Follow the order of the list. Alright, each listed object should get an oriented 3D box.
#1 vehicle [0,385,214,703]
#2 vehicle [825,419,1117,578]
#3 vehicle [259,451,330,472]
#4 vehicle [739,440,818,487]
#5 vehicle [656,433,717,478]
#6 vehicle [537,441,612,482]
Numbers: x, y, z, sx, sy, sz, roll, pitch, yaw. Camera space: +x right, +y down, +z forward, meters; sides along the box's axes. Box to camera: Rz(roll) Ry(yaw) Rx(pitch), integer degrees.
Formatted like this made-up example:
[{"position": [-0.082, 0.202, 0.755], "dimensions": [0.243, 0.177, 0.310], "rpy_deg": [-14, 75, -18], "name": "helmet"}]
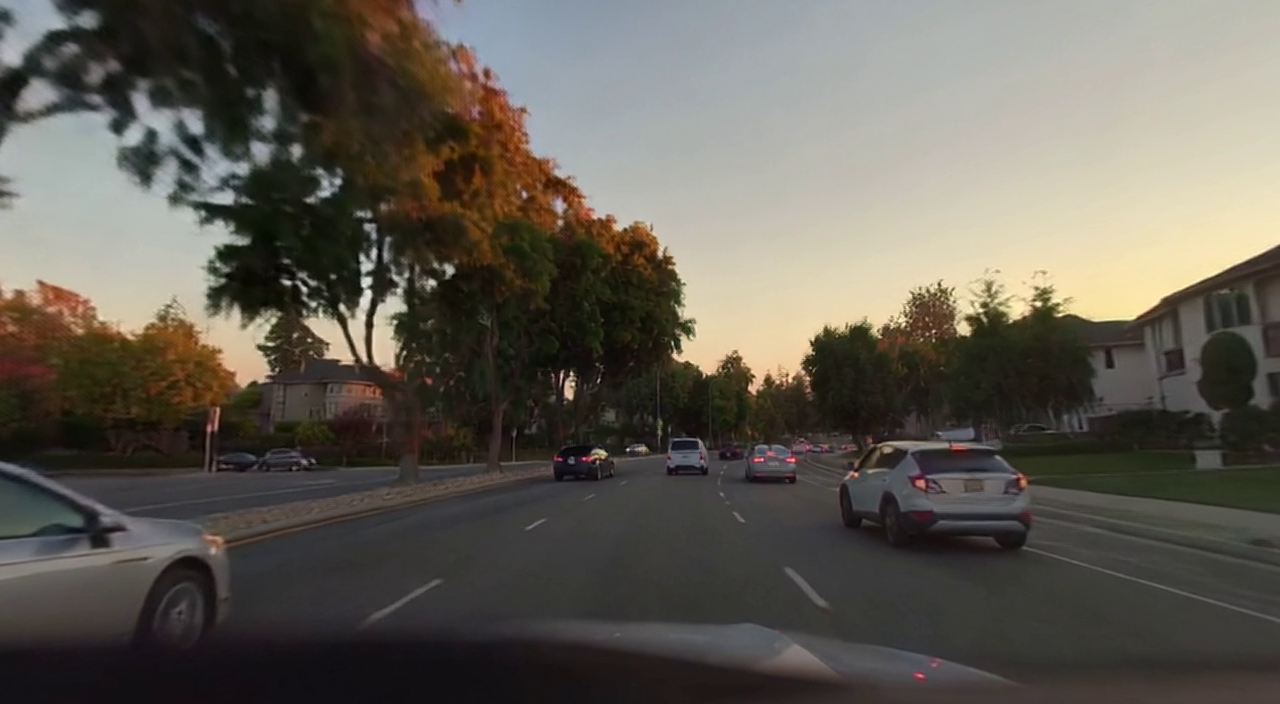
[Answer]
[{"position": [-3.641, 0.698, 1.312], "dimensions": [2.169, 1.468, 4.716], "rpy_deg": [0, -9, 1], "name": "vehicle"}, {"position": [3.767, 1.705, 7.980], "dimensions": [1.859, 1.540, 3.454], "rpy_deg": [-1, -9, 2], "name": "vehicle"}, {"position": [-25.760, 8.150, 47.002], "dimensions": [4.565, 1.478, 1.989], "rpy_deg": [-3, -9, 18], "name": "vehicle"}, {"position": [4.720, 3.854, 22.148], "dimensions": [2.117, 1.472, 4.158], "rpy_deg": [-1, -9, 4], "name": "vehicle"}, {"position": [2.111, 4.475, 27.384], "dimensions": [2.250, 1.768, 4.574], "rpy_deg": [-2, -9, 9], "name": "vehicle"}, {"position": [-2.470, 4.291, 25.037], "dimensions": [2.006, 1.464, 4.586], "rpy_deg": [-1, -9, 7], "name": "vehicle"}]
